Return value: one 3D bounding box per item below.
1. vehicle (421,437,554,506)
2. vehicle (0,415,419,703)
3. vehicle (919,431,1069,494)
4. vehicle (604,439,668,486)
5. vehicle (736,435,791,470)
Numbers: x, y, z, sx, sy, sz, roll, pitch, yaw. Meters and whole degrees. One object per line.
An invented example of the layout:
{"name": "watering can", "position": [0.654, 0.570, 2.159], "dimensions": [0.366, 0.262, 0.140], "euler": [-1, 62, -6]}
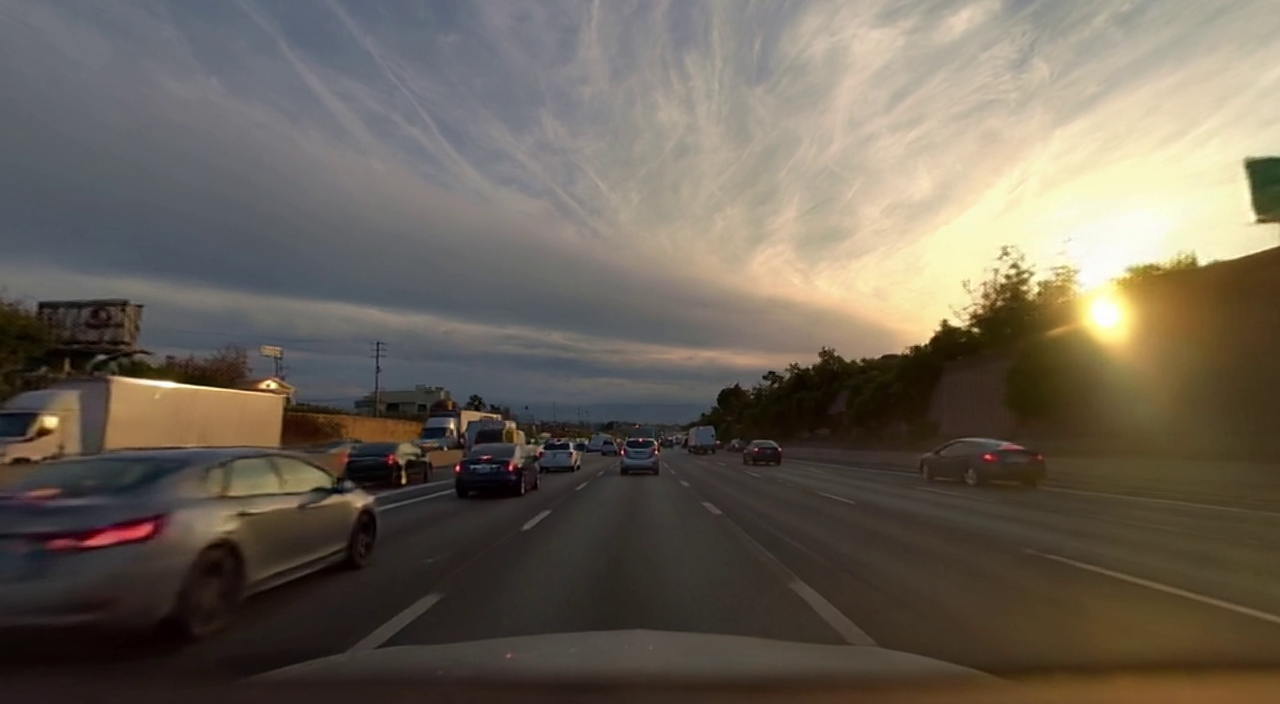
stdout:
{"name": "vehicle", "position": [-3.589, 2.926, 15.820], "dimensions": [2.098, 1.463, 4.578], "euler": [0, -9, 1]}
{"name": "vehicle", "position": [-3.591, 1.357, 5.122], "dimensions": [2.025, 1.449, 4.190], "euler": [0, -9, 0]}
{"name": "vehicle", "position": [10.231, 3.232, 18.623], "dimensions": [2.066, 1.629, 3.945], "euler": [0, -9, -1]}
{"name": "vehicle", "position": [-0.140, 3.814, 21.998], "dimensions": [2.053, 1.461, 3.941], "euler": [0, -9, 0]}
{"name": "vehicle", "position": [6.482, 5.341, 33.560], "dimensions": [1.992, 1.745, 4.329], "euler": [0, -9, -1]}
